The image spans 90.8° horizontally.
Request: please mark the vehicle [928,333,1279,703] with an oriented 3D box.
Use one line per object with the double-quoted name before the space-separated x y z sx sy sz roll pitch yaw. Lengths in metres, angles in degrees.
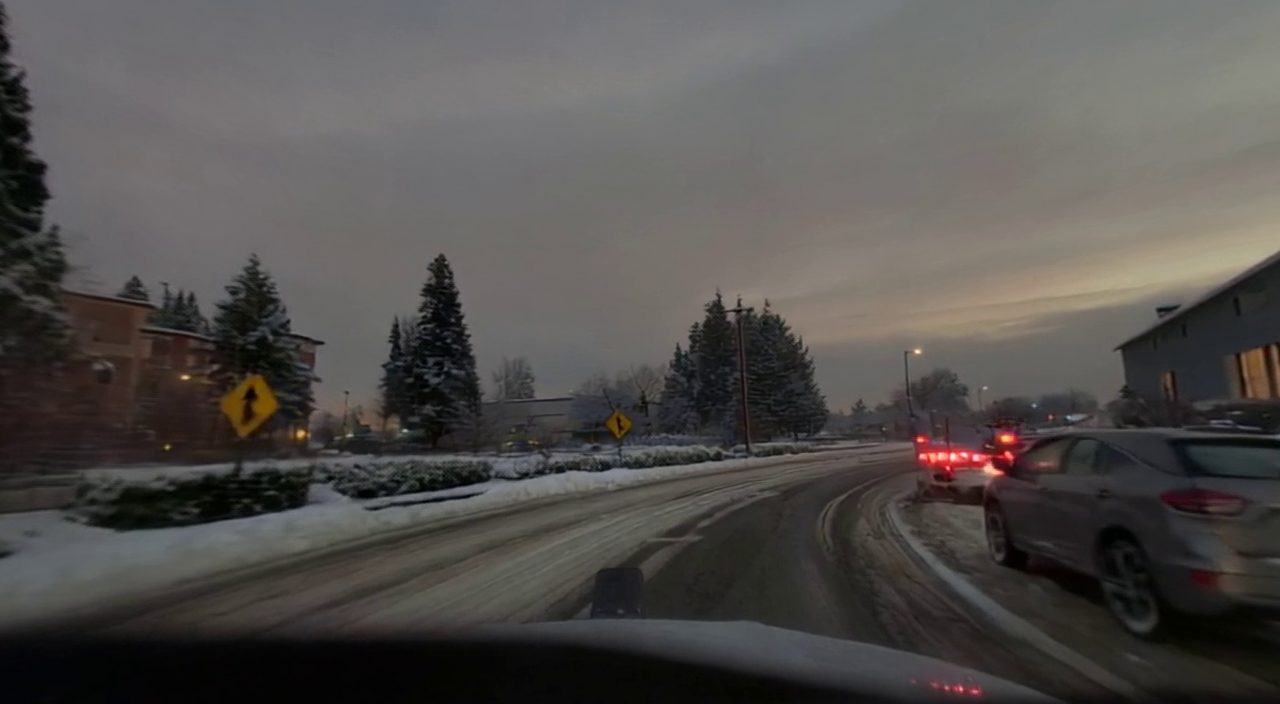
"vehicle" 4.288 1.147 5.311 2.168 1.846 4.794 -1 -8 10
